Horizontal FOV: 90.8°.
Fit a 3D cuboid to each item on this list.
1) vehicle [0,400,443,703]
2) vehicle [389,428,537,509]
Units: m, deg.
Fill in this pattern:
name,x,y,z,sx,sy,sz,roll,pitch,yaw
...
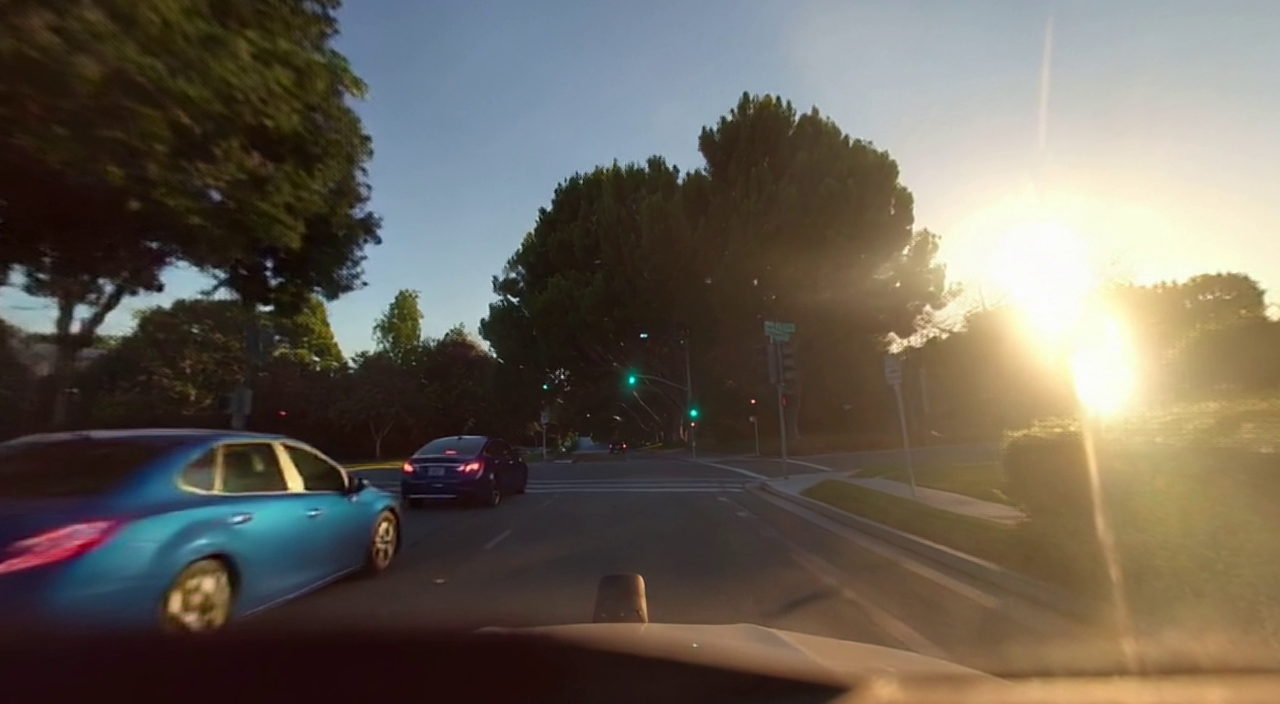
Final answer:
name,x,y,z,sx,sy,sz,roll,pitch,yaw
vehicle,-3.461,1.332,5.408,2.038,1.486,4.678,0,-9,0
vehicle,-3.720,2.538,14.228,1.980,1.508,4.502,0,-9,0
